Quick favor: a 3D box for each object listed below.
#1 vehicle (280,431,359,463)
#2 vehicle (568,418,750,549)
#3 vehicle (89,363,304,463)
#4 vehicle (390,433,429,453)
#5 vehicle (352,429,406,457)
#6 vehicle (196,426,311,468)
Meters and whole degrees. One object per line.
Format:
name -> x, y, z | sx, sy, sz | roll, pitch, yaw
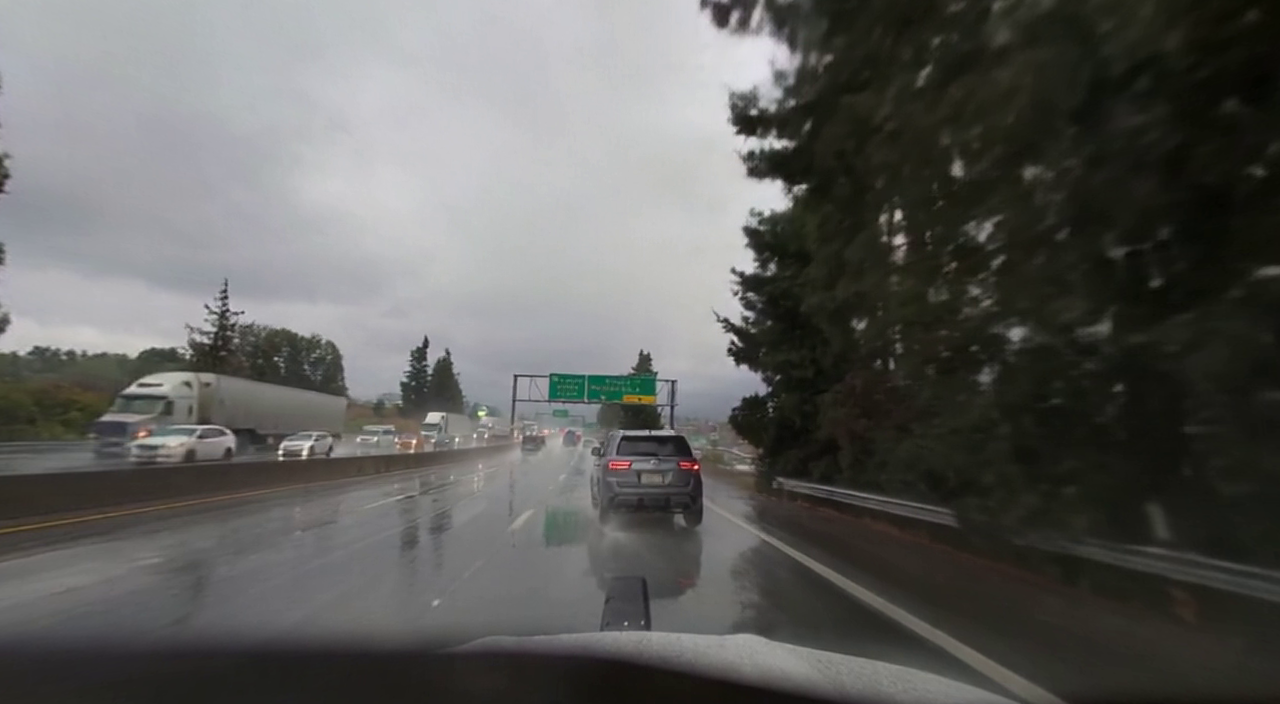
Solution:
vehicle -> -16.035, 4.783, 31.714 | 1.903, 1.473, 4.391 | 0, -8, -4
vehicle -> 0.080, 1.856, 9.650 | 2.127, 1.497, 4.445 | 0, -8, -4
vehicle -> -19.931, 3.107, 29.620 | 3.032, 3.845, 10.740 | 0, -8, -5
vehicle -> -17.544, 6.955, 48.018 | 1.773, 1.481, 3.722 | 0, -8, -4
vehicle -> -16.767, 5.877, 40.642 | 1.895, 1.683, 4.224 | 0, -8, -4
vehicle -> -15.339, 3.791, 25.286 | 1.921, 1.507, 4.664 | 0, -8, -4
